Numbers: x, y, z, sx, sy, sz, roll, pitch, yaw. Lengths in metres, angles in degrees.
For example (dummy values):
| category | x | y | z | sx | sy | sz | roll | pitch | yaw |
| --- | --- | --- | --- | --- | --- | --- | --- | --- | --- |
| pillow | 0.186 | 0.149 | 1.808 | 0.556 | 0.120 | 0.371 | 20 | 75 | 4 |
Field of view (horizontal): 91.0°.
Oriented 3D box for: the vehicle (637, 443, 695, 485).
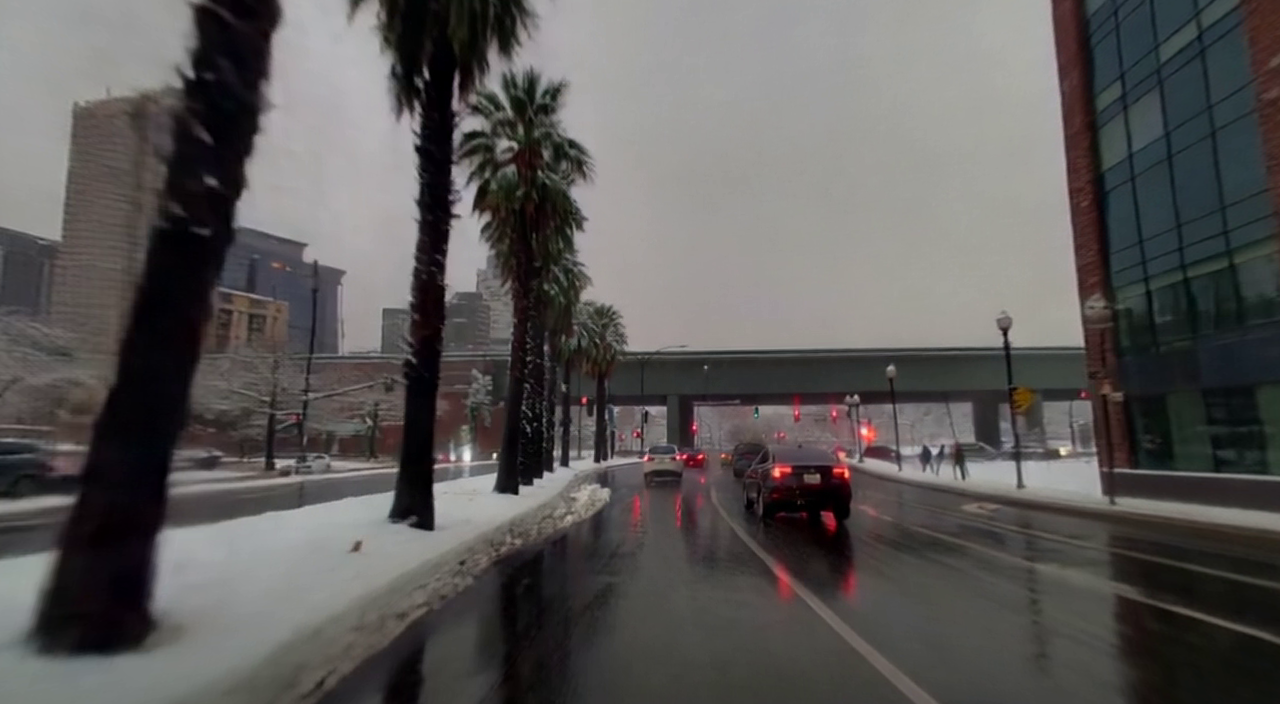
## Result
| category | x | y | z | sx | sy | sz | roll | pitch | yaw |
| --- | --- | --- | --- | --- | --- | --- | --- | --- | --- |
| vehicle | 1.115 | 4.421 | 25.036 | 2.077 | 1.518 | 3.760 | -1 | -9 | 6 |

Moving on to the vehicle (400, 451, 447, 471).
| category | x | y | z | sx | sy | sz | roll | pitch | yaw |
| --- | --- | --- | --- | --- | --- | --- | --- | --- | --- |
| vehicle | -16.713 | 8.439 | 48.859 | 1.912 | 1.482 | 4.495 | 0 | -9 | 2 |

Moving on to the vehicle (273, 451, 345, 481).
| category | x | y | z | sx | sy | sz | roll | pitch | yaw |
| --- | --- | --- | --- | --- | --- | --- | --- | --- | --- |
| vehicle | -19.226 | 6.597 | 36.769 | 1.850 | 1.590 | 4.201 | 0 | -9 | 1 |

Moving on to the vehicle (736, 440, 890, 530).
| category | x | y | z | sx | sy | sz | roll | pitch | yaw |
| --- | --- | --- | --- | --- | --- | --- | --- | --- | --- |
| vehicle | 3.323 | 2.643 | 13.226 | 2.051 | 1.509 | 4.933 | 0 | -9 | 3 |

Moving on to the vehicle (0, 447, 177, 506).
| category | x | y | z | sx | sy | sz | roll | pitch | yaw |
| --- | --- | --- | --- | --- | --- | --- | --- | --- | --- |
| vehicle | -19.057 | 4.255 | 22.019 | 2.028 | 1.808 | 4.868 | 0 | -9 | -2 |
